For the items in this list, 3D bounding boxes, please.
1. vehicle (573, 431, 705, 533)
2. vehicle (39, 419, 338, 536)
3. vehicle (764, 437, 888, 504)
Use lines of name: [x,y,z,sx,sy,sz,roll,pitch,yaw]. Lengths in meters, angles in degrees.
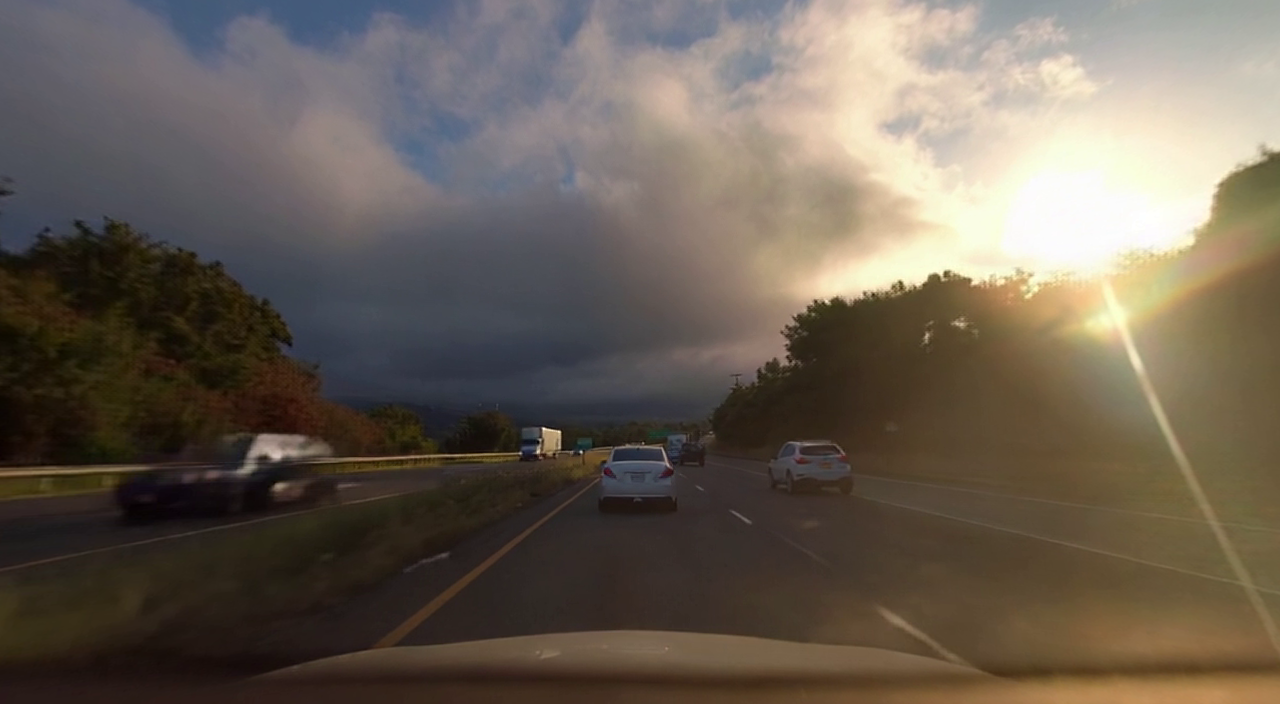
vehicle: [-0.060,2.349,11.848,2.088,1.580,3.657,0,-9,-1]
vehicle: [-8.639,2.446,12.923,2.178,1.875,5.264,0,-9,0]
vehicle: [4.648,3.013,16.377,1.931,1.516,3.995,0,-9,-1]
